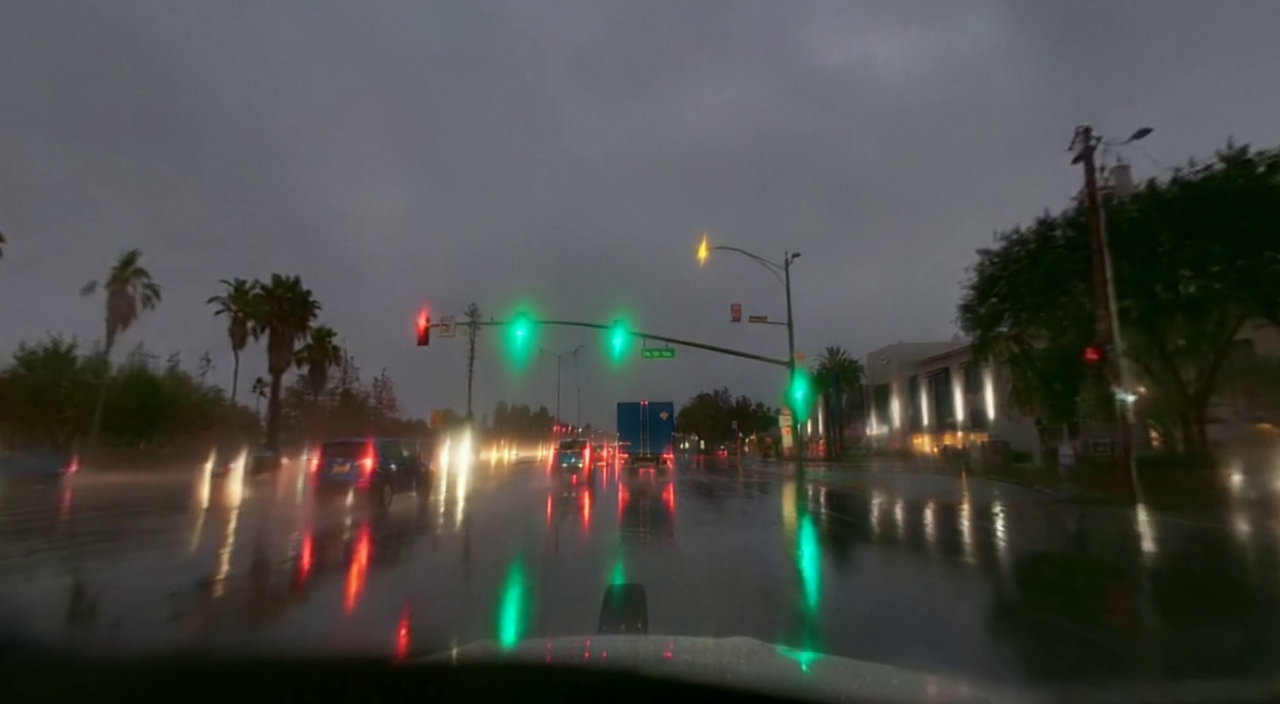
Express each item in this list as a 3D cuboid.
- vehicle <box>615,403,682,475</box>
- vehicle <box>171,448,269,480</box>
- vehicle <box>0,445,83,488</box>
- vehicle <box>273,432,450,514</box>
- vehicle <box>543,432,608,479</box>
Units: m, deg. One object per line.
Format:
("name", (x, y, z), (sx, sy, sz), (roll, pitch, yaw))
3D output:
("vehicle", (0.425, 4.414, 31.712), (2.993, 3.235, 6.692), (0, -9, 1))
("vehicle", (-21.332, 5.681, 32.119), (1.876, 1.479, 4.443), (0, -9, 1))
("vehicle", (-27.913, 5.022, 27.695), (2.006, 1.791, 4.944), (0, -9, 1))
("vehicle", (-6.354, 2.797, 15.076), (2.045, 1.630, 4.680), (0, -9, 1))
("vehicle", (-2.701, 4.499, 27.520), (2.178, 1.826, 4.933), (0, -9, 2))
